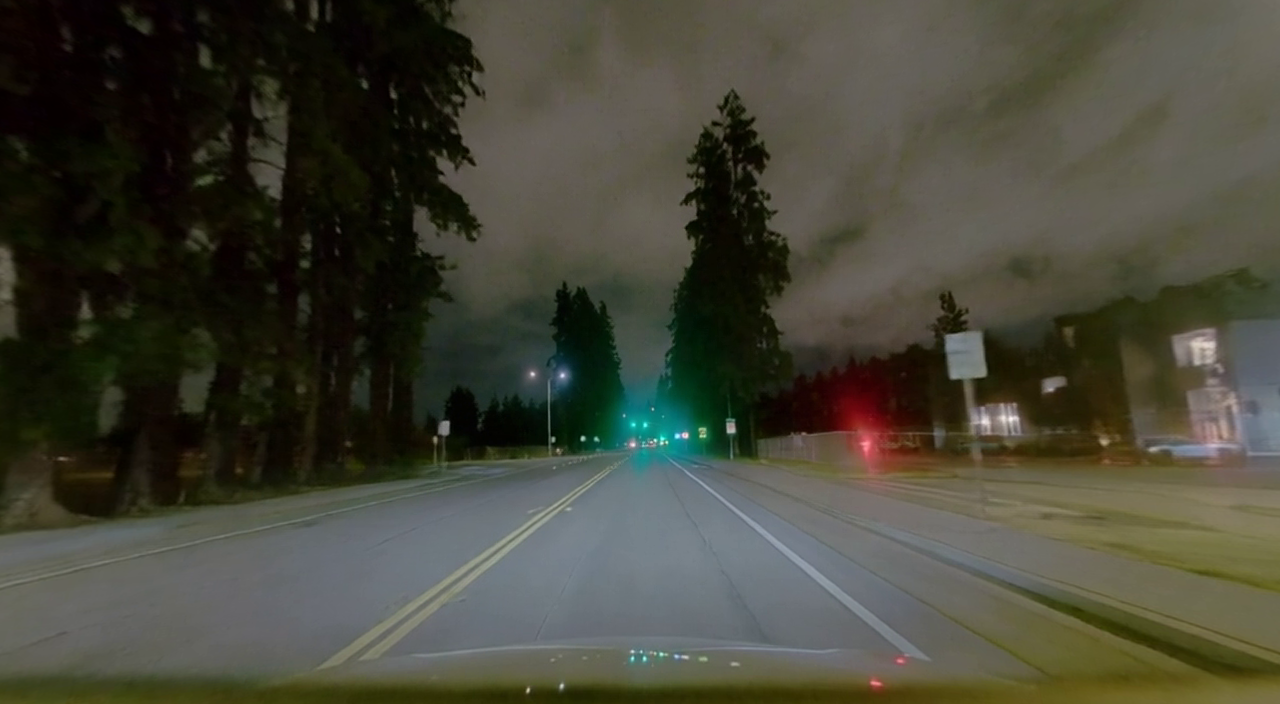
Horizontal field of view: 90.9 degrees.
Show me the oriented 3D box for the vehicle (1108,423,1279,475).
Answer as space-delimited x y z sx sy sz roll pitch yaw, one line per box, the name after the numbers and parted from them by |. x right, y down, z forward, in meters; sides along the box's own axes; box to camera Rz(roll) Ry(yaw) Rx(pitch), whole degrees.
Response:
20.108 3.547 23.085 4.151 1.730 2.131 0 -9 2 | vehicle
